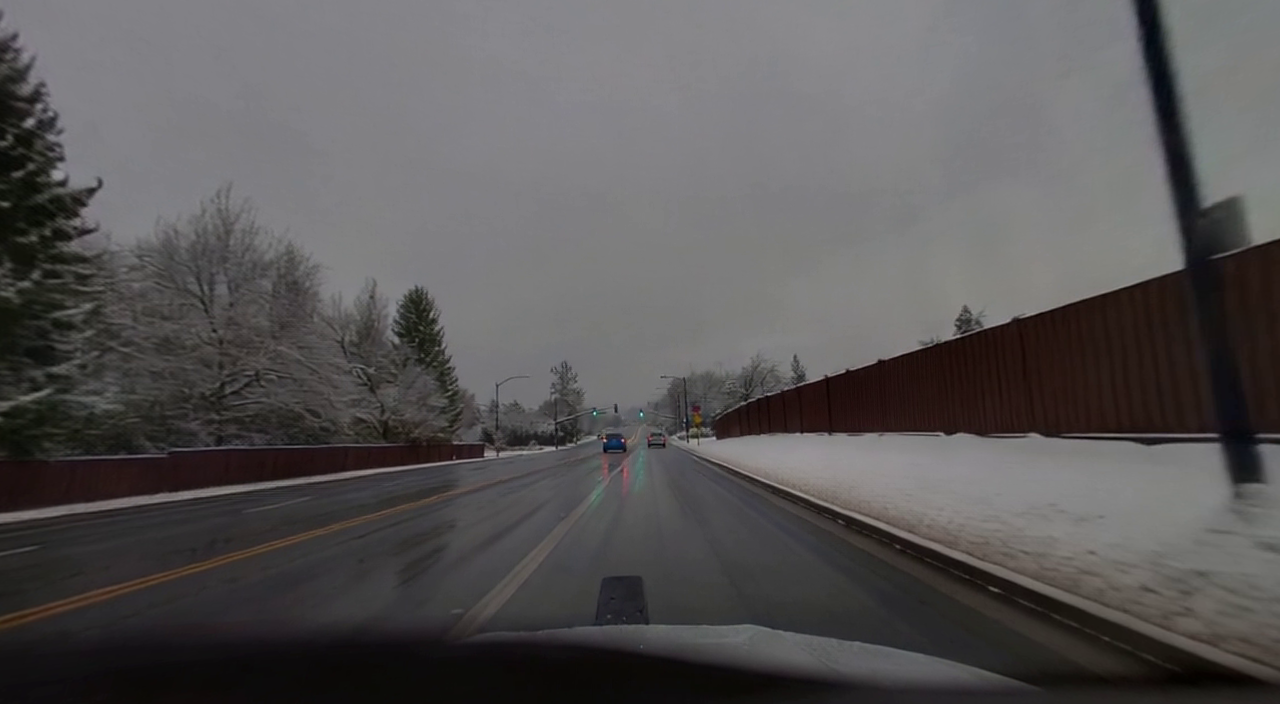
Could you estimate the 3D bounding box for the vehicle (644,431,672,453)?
[{"bbox_3d":[1.374,7.115,49.802,2.127,1.665,3.993,0,-8,0],"label":"vehicle"}]
